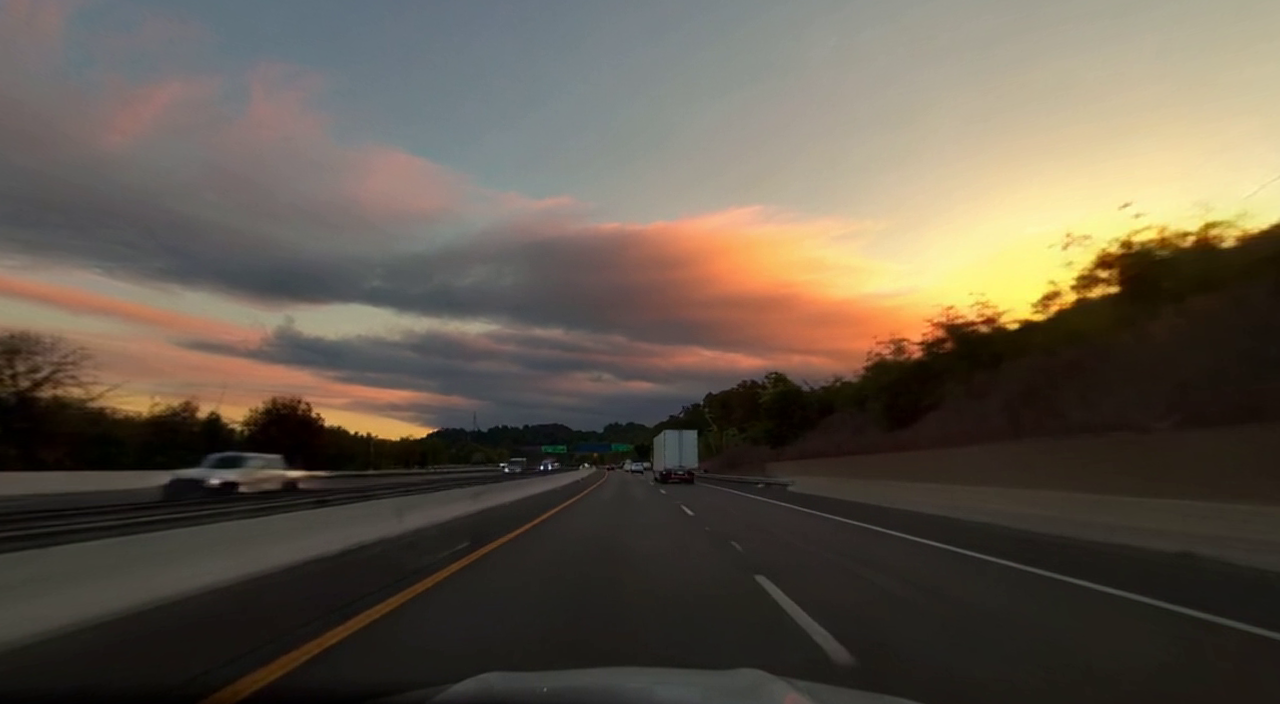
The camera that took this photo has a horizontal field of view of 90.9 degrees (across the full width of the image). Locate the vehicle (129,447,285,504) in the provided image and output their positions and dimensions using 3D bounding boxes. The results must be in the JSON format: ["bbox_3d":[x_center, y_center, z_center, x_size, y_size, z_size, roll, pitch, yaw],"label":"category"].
[{"bbox_3d":[-13.134,3.797,19.492,1.855,1.486,4.106,1,-10,0],"label":"vehicle"}]
